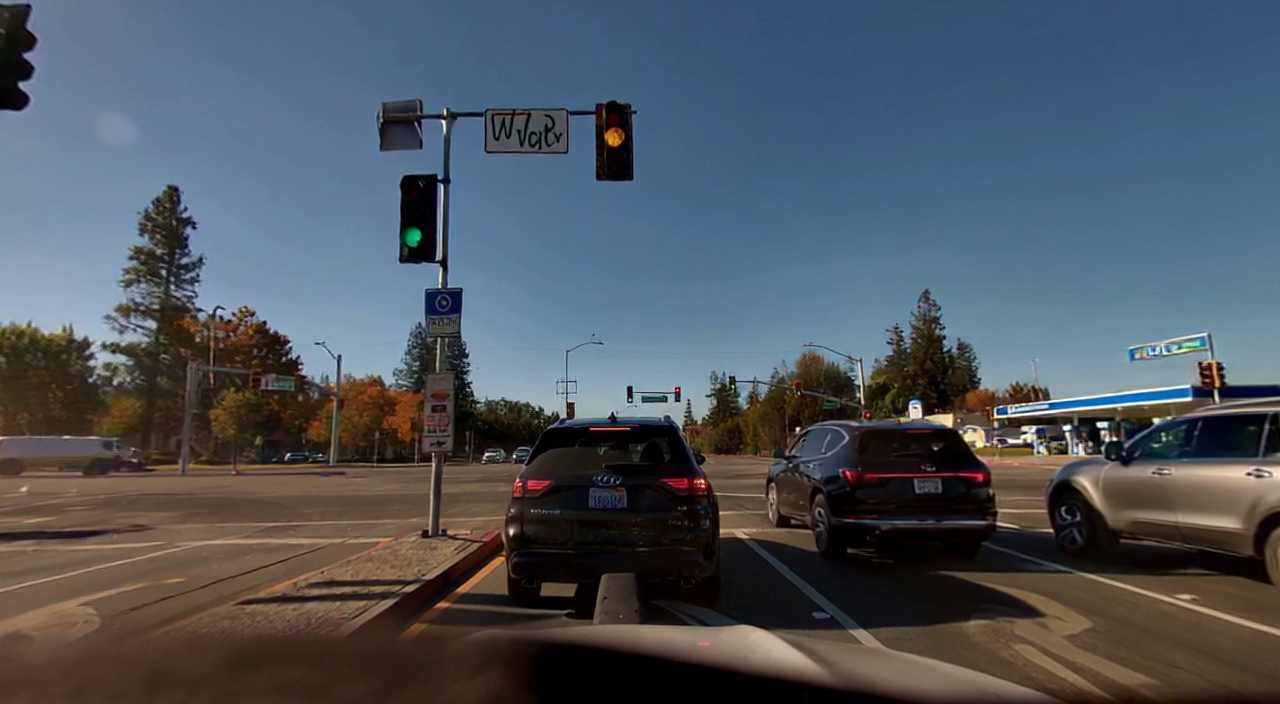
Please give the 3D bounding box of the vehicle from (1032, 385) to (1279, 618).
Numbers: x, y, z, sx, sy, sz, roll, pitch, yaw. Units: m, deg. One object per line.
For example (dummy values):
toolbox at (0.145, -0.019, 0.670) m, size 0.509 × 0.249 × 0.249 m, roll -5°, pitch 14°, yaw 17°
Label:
vehicle at (6.132, 1.348, 6.035) m, size 1.901 × 1.870 × 4.393 m, roll 0°, pitch -9°, yaw 0°

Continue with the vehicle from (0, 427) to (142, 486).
vehicle at (-28.967, 5.150, 31.219) m, size 6.772 × 2.769 × 2.305 m, roll -1°, pitch -9°, yaw 3°

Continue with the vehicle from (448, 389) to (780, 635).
vehicle at (-0.193, 1.481, 6.879) m, size 2.351 × 1.733 × 4.616 m, roll 0°, pitch -9°, yaw 0°

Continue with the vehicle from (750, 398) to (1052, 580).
vehicle at (2.986, 1.681, 8.545) m, size 2.060 × 1.783 × 4.411 m, roll 0°, pitch -9°, yaw -2°

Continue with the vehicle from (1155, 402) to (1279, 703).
vehicle at (3.073, 0.621, 0.205) m, size 1.965 × 1.460 × 4.581 m, roll 0°, pitch -9°, yaw 1°
